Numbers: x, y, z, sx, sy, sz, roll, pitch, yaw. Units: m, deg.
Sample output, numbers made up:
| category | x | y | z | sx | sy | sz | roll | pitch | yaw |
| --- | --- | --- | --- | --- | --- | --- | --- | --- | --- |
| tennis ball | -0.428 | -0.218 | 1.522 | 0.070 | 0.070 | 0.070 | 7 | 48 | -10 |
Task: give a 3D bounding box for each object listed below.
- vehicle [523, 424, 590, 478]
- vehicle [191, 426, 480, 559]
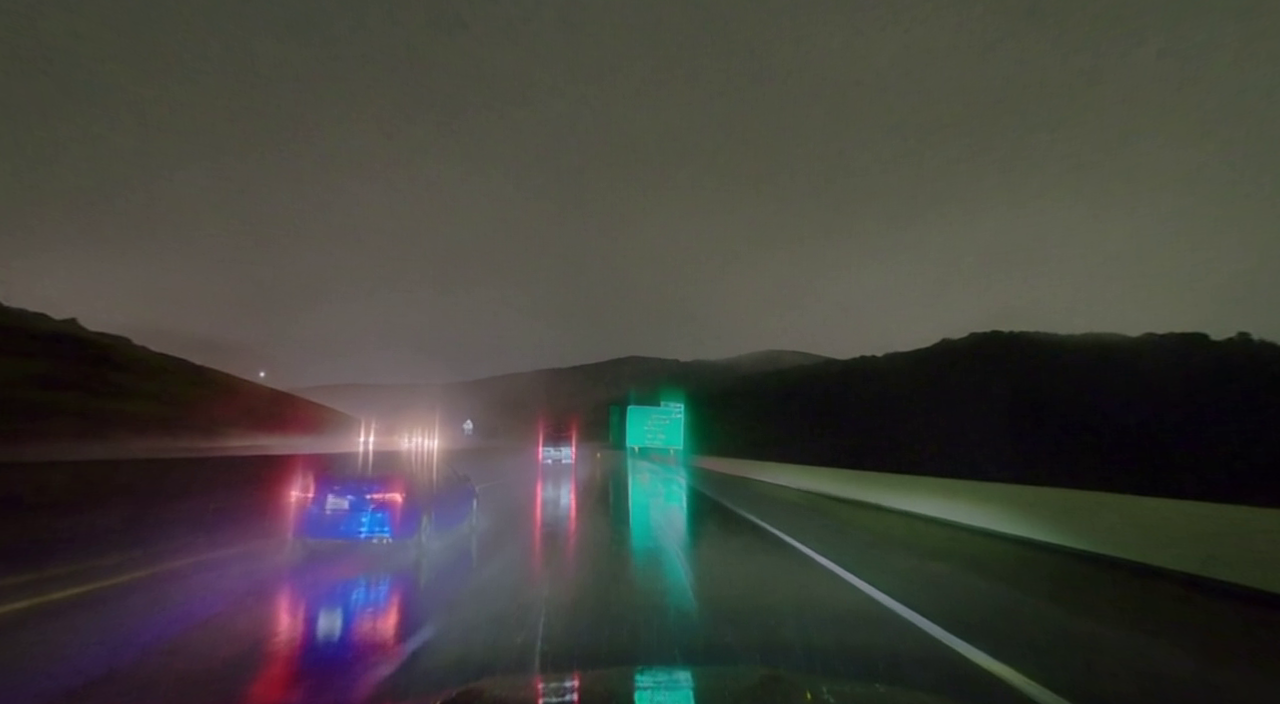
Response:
| category | x | y | z | sx | sy | sz | roll | pitch | yaw |
| --- | --- | --- | --- | --- | --- | --- | --- | --- | --- |
| vehicle | -3.719 | 4.569 | 29.207 | 2.444 | 2.204 | 5.568 | 0 | -9 | -1 |
| vehicle | -4.129 | 1.982 | 9.670 | 2.097 | 1.511 | 4.585 | 0 | -9 | 1 |
